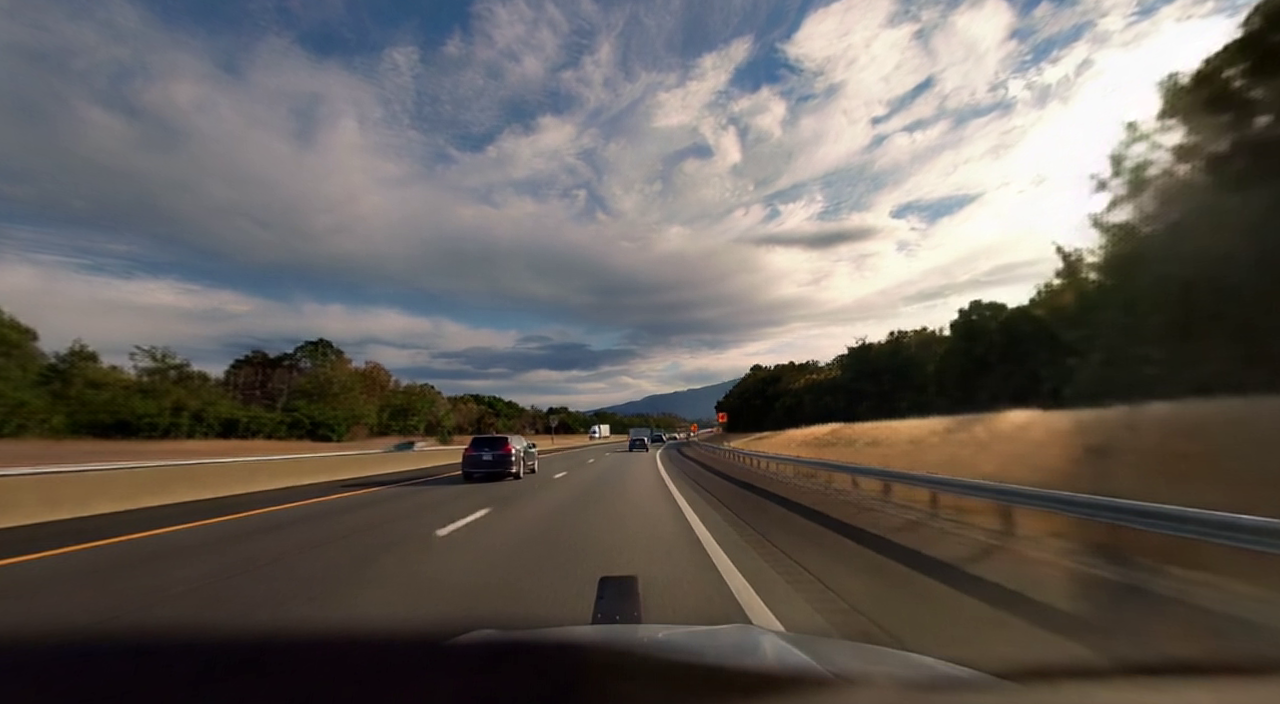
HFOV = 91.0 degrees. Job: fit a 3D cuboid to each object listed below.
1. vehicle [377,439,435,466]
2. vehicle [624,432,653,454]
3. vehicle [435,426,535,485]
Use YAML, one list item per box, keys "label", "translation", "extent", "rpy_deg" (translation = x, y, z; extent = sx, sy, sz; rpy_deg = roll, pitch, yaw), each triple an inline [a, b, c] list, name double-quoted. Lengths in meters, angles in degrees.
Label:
- label: "vehicle"
  translation: [-13.415, 5.756, 36.364]
  extent: [1.843, 1.442, 3.840]
  rpy_deg: [-1, -8, 1]
- label: "vehicle"
  translation: [-0.108, 7.029, 48.553]
  extent: [2.146, 1.636, 4.026]
  rpy_deg: [0, -8, -1]
- label: "vehicle"
  translation: [-4.795, 3.264, 20.206]
  extent: [2.075, 1.653, 4.317]
  rpy_deg: [0, -8, 0]
